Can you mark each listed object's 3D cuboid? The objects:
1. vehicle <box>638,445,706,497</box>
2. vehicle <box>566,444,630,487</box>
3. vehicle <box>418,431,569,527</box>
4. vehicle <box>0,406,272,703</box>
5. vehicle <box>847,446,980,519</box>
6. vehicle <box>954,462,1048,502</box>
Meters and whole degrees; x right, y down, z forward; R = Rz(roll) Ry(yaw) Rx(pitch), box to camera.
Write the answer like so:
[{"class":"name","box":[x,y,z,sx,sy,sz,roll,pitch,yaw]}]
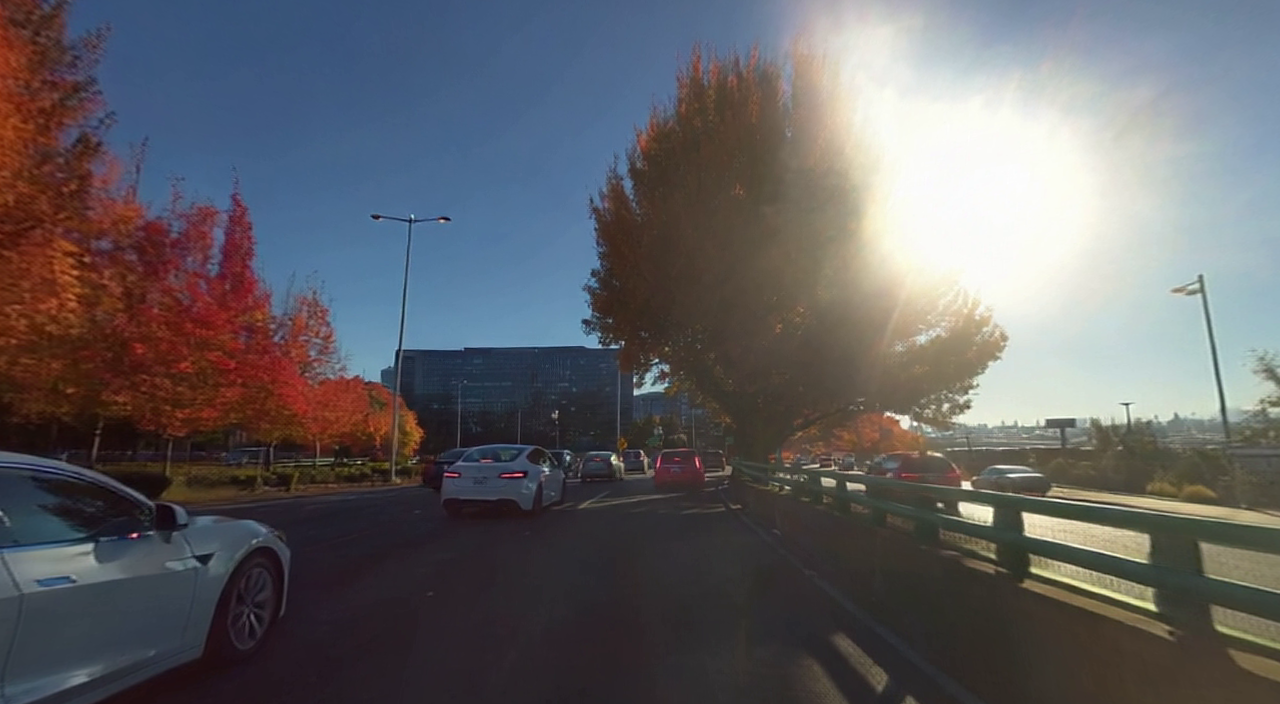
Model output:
[{"class":"vehicle","box":[1.123,3.863,20.896,2.015,1.506,4.276,0,-9,4]},{"class":"vehicle","box":[-1.658,4.708,26.485,1.930,1.635,4.260,-1,-9,7]},{"class":"vehicle","box":[-2.872,2.610,13.551,1.979,1.663,4.513,0,-9,2]},{"class":"vehicle","box":[-3.493,0.896,2.032,1.921,1.503,4.317,0,-9,1]},{"class":"vehicle","box":[7.004,3.327,16.632,1.768,1.634,4.064,0,-9,2]},{"class":"vehicle","box":[15.691,5.629,27.675,1.816,1.481,4.422,0,-9,5]}]
